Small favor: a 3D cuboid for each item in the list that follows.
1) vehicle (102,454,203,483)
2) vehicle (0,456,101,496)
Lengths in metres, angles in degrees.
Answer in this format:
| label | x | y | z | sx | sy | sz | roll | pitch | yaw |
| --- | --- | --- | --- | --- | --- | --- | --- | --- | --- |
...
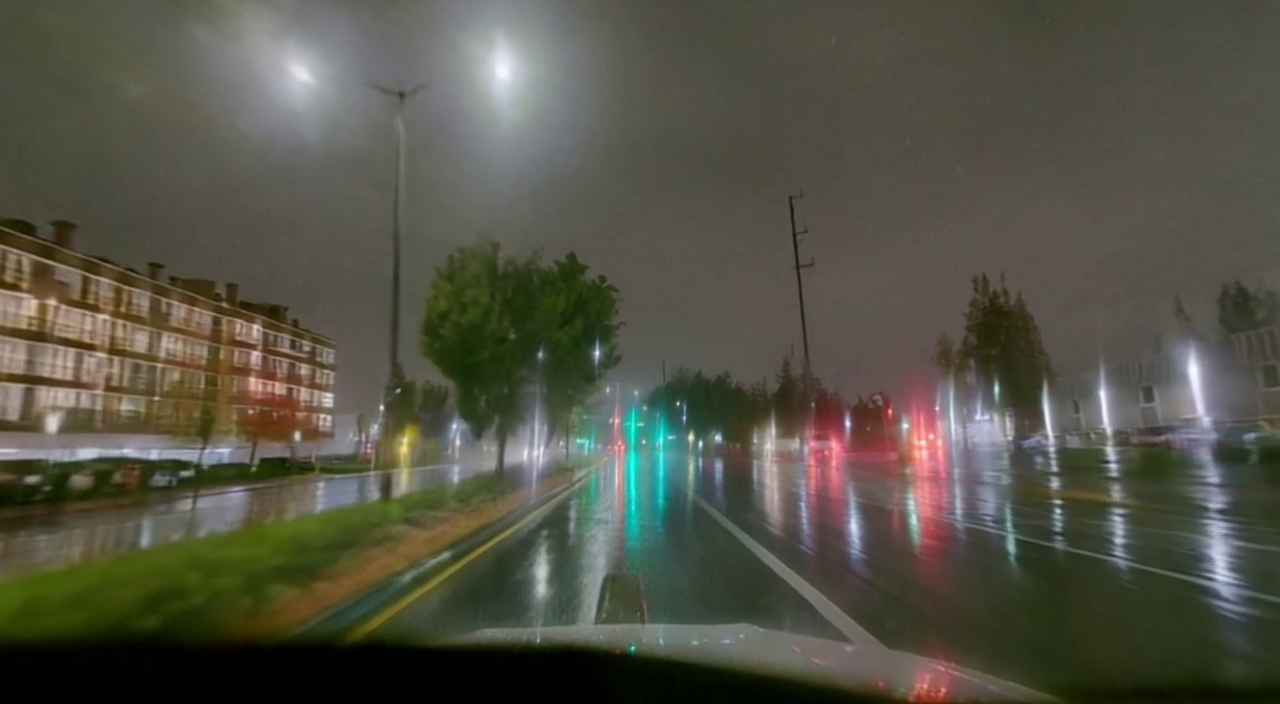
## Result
| label | x | y | z | sx | sy | sz | roll | pitch | yaw |
| --- | --- | --- | --- | --- | --- | --- | --- | --- | --- |
| vehicle | -30.341 | 7.258 | 39.412 | 4.679 | 1.661 | 1.923 | 0 | -8 | 0 |
| vehicle | -28.799 | 5.896 | 30.367 | 1.989 | 1.692 | 4.362 | 0 | -8 | -3 |
